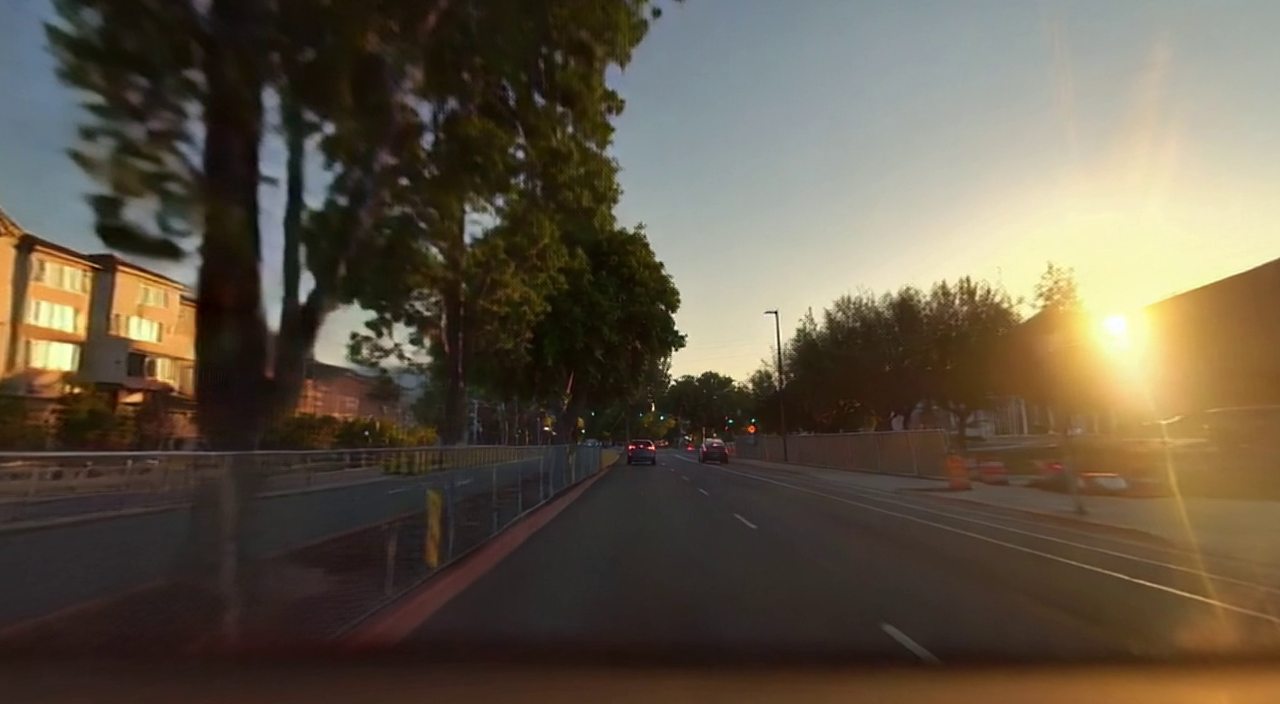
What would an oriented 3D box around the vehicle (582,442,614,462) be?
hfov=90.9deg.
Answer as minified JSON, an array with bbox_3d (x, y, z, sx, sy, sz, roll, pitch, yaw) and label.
[{"bbox_3d":[-3.272,7.847,49.630,2.189,1.441,4.350,0,-8,0],"label":"vehicle"}]

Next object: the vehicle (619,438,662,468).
[{"bbox_3d":[0.107,5.979,37.615,2.000,1.671,4.276,-1,-8,8],"label":"vehicle"}]

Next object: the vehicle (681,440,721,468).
[{"bbox_3d":[3.543,5.798,35.885,1.974,1.490,4.231,-2,-9,9],"label":"vehicle"}]

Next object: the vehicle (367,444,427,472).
[{"bbox_3d":[-14.544,6.350,37.999,1.868,1.528,4.317,0,-8,0],"label":"vehicle"}]

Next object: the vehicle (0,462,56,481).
[{"bbox_3d":[-49.376,9.475,49.933,4.209,1.429,1.872,0,-8,-3],"label":"vehicle"}]
